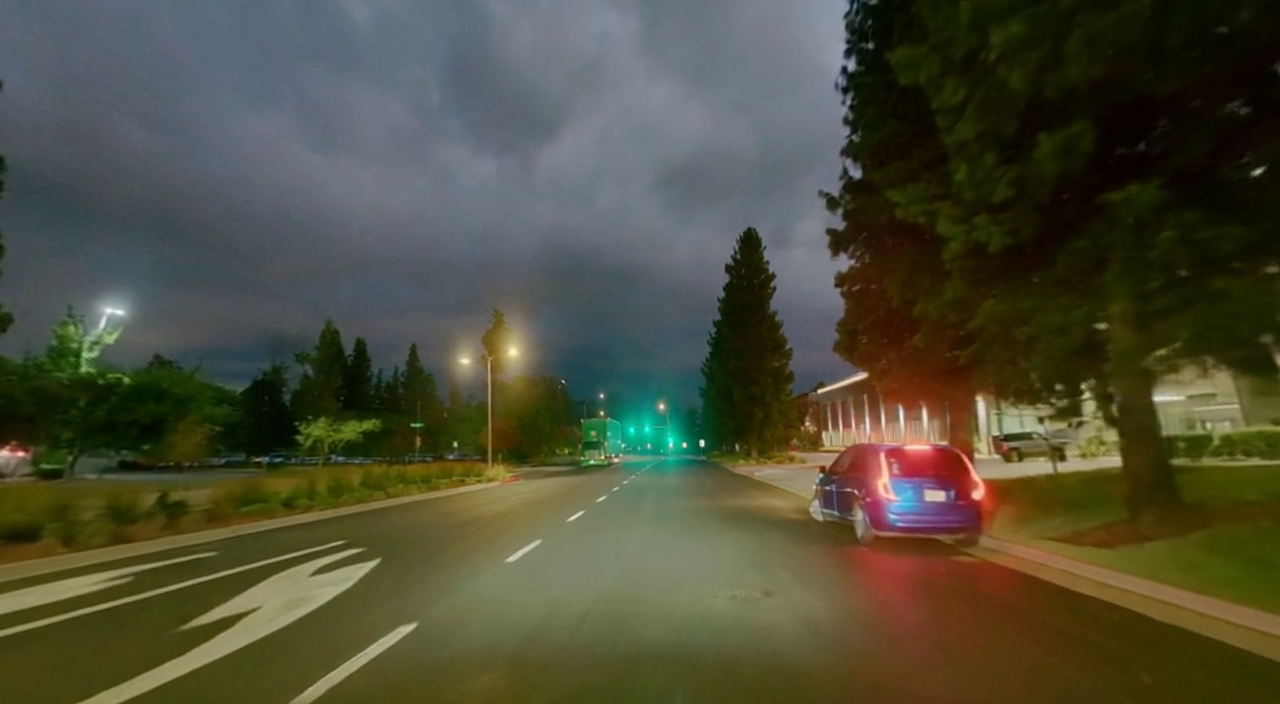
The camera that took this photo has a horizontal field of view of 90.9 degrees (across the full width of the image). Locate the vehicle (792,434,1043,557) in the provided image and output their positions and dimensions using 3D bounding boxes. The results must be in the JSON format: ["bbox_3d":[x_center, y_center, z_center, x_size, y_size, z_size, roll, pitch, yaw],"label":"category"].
[{"bbox_3d":[3.999,2.134,10.118,2.098,1.509,4.389,0,-9,1],"label":"vehicle"}]
